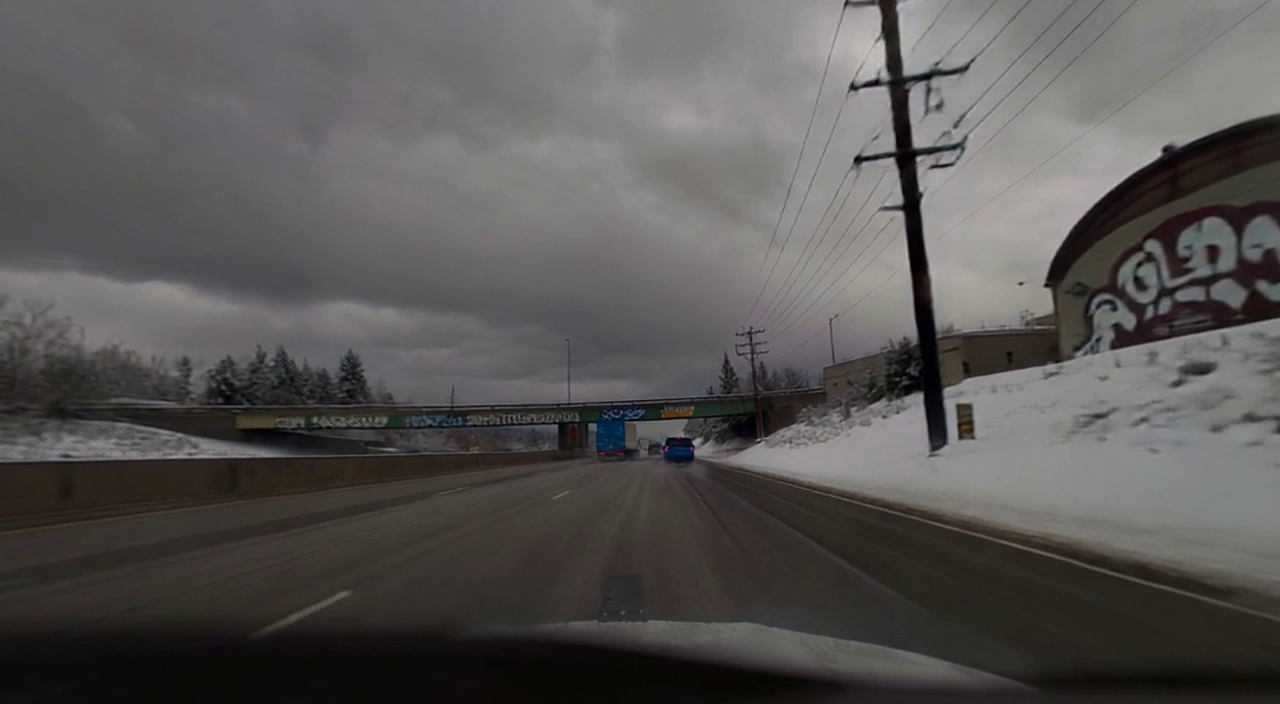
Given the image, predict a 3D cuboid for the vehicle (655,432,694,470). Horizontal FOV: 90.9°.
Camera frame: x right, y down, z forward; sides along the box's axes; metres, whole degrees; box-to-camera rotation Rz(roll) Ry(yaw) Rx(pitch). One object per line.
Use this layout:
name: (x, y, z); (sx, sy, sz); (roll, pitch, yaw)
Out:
vehicle: (2.519, 7.485, 47.638); (2.462, 2.627, 5.799); (0, -9, -1)
